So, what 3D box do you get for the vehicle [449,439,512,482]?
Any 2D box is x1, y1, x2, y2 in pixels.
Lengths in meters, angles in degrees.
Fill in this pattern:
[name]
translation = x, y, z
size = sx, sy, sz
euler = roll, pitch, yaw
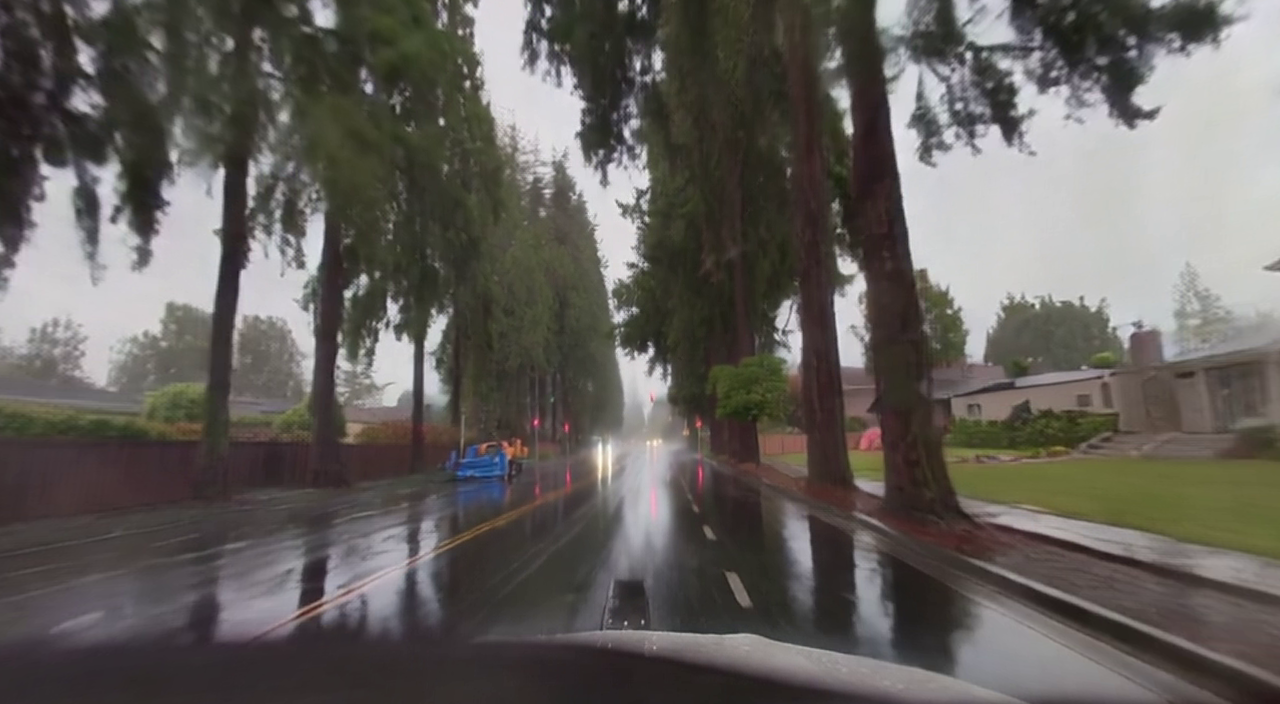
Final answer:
[vehicle]
translation = -8.278, 5.639, 33.126
size = 1.998, 1.814, 4.559
euler = -4, -6, 1
